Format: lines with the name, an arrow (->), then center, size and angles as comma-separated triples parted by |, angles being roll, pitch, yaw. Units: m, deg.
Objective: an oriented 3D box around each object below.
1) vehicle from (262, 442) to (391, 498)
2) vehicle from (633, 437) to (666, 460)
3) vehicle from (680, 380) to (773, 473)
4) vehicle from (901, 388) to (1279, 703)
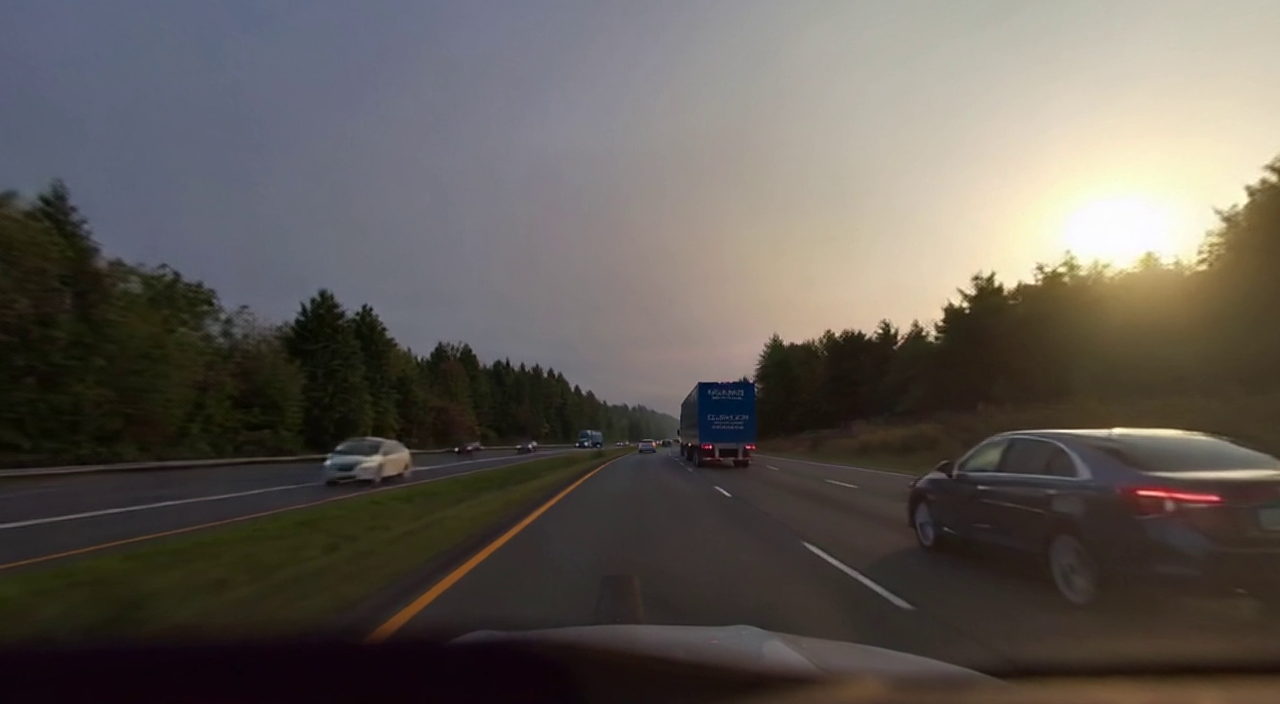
vehicle -> -9.728, 3.655, 20.001 | 1.892, 1.508, 4.225 | 0, -8, 0
vehicle -> 0.699, 6.880, 45.165 | 2.209, 1.499, 4.144 | -1, -8, 1
vehicle -> 4.238, 4.173, 34.540 | 3.171, 4.072, 13.784 | 0, -8, 0
vehicle -> 4.029, 1.224, 4.988 | 2.028, 1.573, 4.207 | 0, -8, -1
